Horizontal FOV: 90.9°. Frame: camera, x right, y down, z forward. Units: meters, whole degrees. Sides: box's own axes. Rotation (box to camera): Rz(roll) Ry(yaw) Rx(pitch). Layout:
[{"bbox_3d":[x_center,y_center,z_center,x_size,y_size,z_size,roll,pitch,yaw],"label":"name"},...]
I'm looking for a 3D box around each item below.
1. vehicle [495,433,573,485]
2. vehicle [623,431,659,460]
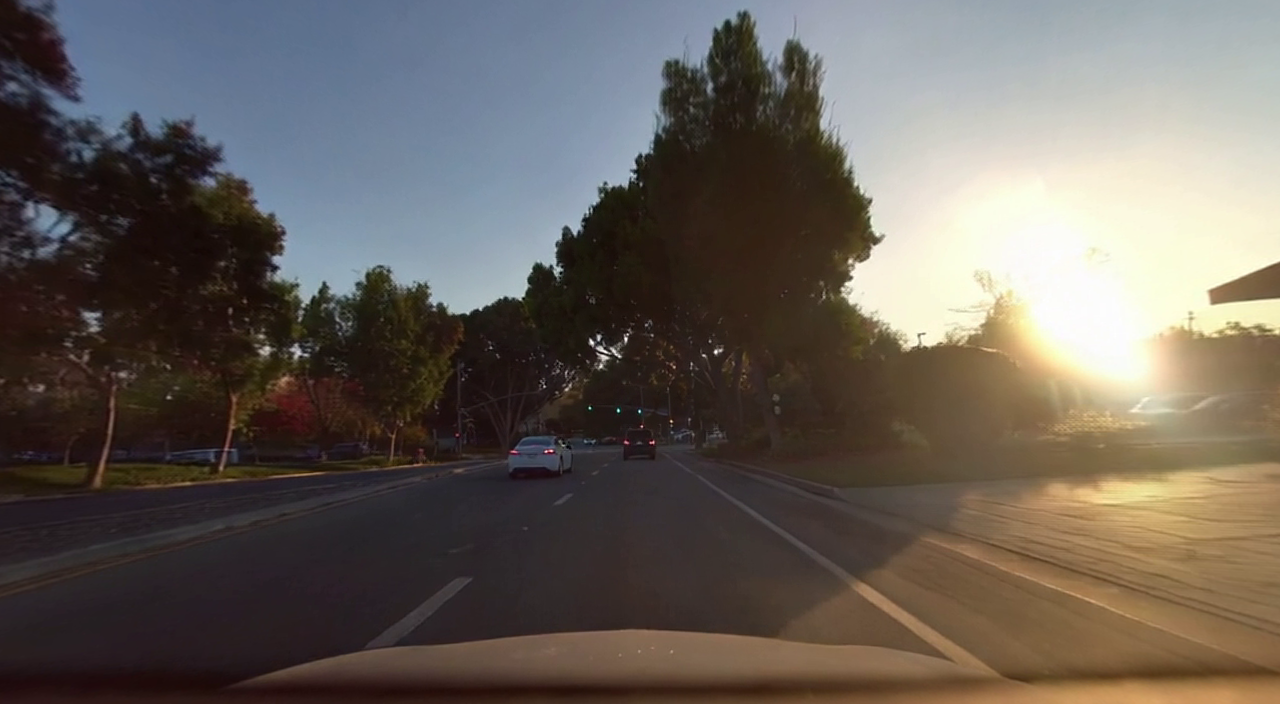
[{"bbox_3d":[-3.609,3.736,22.324,1.914,1.630,4.351,0,-8,1],"label":"vehicle"},{"bbox_3d":[0.041,6.047,40.825,2.213,1.778,4.107,0,-8,0],"label":"vehicle"}]
